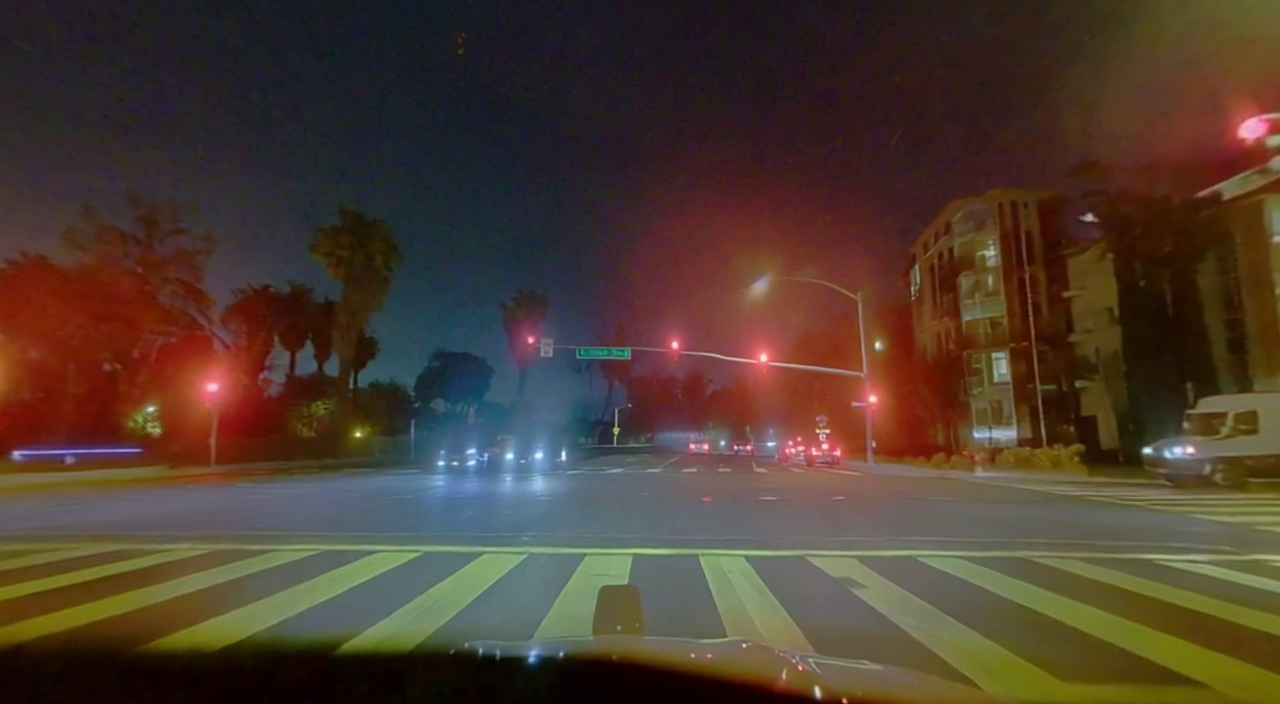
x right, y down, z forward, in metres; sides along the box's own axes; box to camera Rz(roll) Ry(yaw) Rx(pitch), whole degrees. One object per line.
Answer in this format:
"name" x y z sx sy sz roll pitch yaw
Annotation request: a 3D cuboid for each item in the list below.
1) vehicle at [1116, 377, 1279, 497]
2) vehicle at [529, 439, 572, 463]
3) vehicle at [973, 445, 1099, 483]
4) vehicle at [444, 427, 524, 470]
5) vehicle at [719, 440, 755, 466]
"vehicle" 22.613 2.626 19.587 12.701 3.428 3.061 -1 -9 3
"vehicle" -6.351 7.035 45.135 1.907 1.488 4.326 -4 -8 7
"vehicle" 18.025 5.054 28.830 4.580 1.557 2.023 -7 -11 37
"vehicle" -7.560 4.811 31.277 2.296 1.798 5.303 -4 -10 4
"vehicle" 6.705 6.957 43.775 2.255 1.708 4.328 -1 -9 8
